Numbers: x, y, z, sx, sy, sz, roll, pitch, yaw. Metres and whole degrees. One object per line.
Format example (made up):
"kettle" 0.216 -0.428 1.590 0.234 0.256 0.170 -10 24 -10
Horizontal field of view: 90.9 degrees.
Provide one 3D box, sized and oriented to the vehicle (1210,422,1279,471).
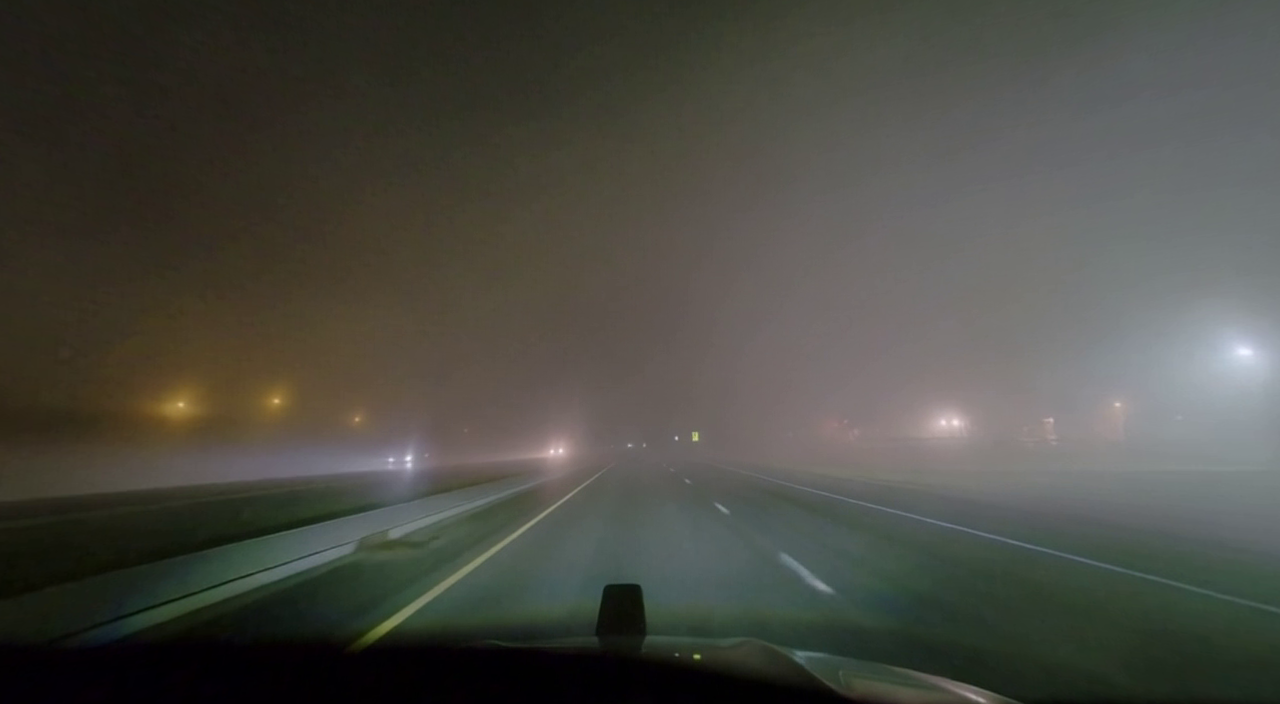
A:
"vehicle" 44.516 6.621 44.643 5.979 3.184 2.522 -1 -9 -9
